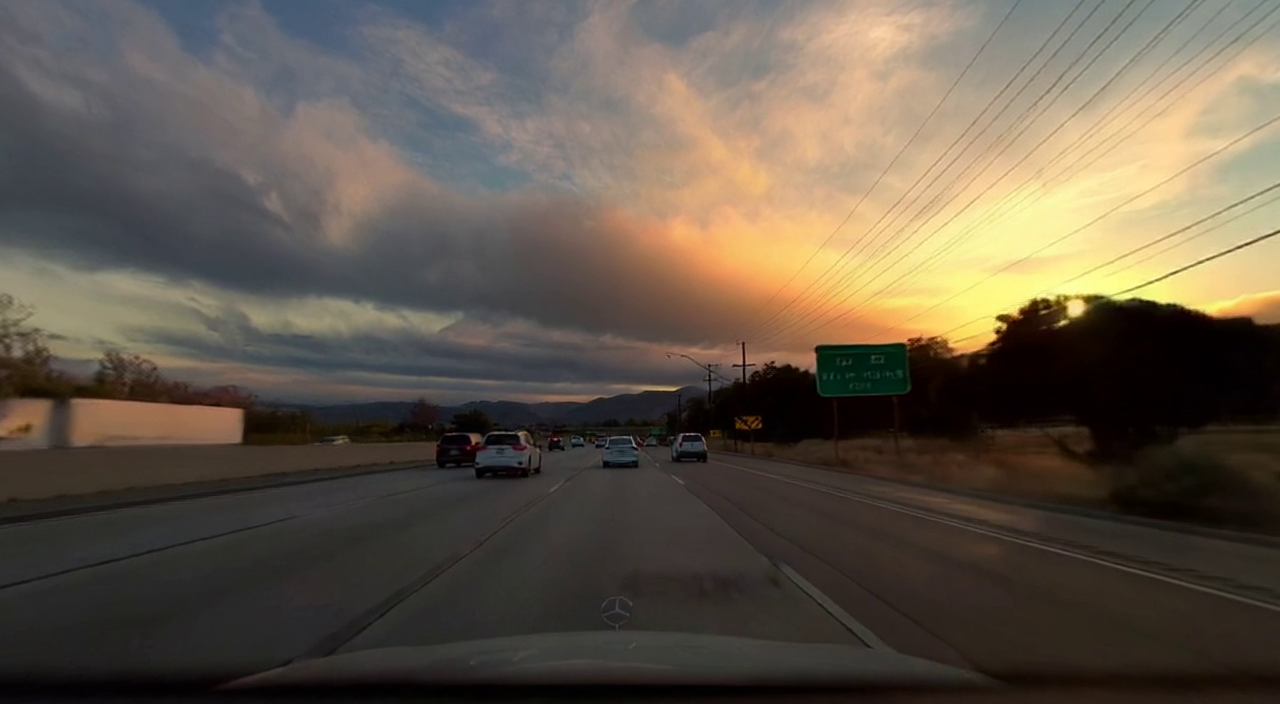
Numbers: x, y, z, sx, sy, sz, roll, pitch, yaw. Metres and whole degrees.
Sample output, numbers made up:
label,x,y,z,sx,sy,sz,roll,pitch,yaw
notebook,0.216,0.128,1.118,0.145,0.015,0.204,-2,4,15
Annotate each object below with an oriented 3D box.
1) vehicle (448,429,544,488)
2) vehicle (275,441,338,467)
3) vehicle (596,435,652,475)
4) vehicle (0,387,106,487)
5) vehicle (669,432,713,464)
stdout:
label,x,y,z,sx,sy,sz,roll,pitch,yaw
vehicle,-4.278,3.215,19.522,1.901,1.601,4.610,0,-8,0
vehicle,-20.085,6.135,38.122,1.699,1.414,3.845,0,-8,-1
vehicle,-0.639,4.117,25.588,2.086,1.488,3.440,0,-8,-1
vehicle,-23.536,3.105,22.947,2.932,3.425,5.893,0,-8,-1
vehicle,2.892,5.533,36.665,1.950,1.695,4.446,0,-8,-2
